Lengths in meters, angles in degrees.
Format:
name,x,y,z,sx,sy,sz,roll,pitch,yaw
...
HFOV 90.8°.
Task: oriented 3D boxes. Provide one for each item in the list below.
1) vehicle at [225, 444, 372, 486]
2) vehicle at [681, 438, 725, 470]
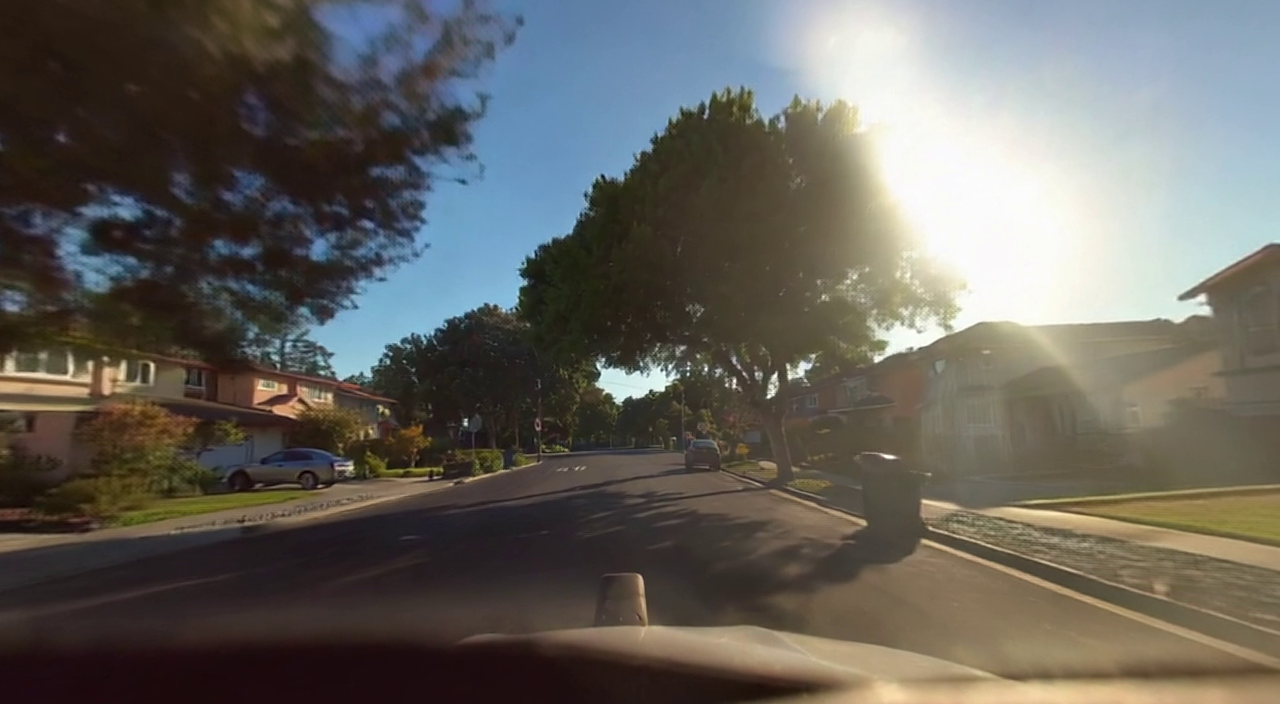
name,x,y,z,sx,sy,sz,roll,pitch,yaw
vehicle,-13.279,4.407,24.842,4.572,1.522,1.999,0,-9,-3
vehicle,3.249,5.342,33.178,1.975,1.528,4.000,0,-9,1
